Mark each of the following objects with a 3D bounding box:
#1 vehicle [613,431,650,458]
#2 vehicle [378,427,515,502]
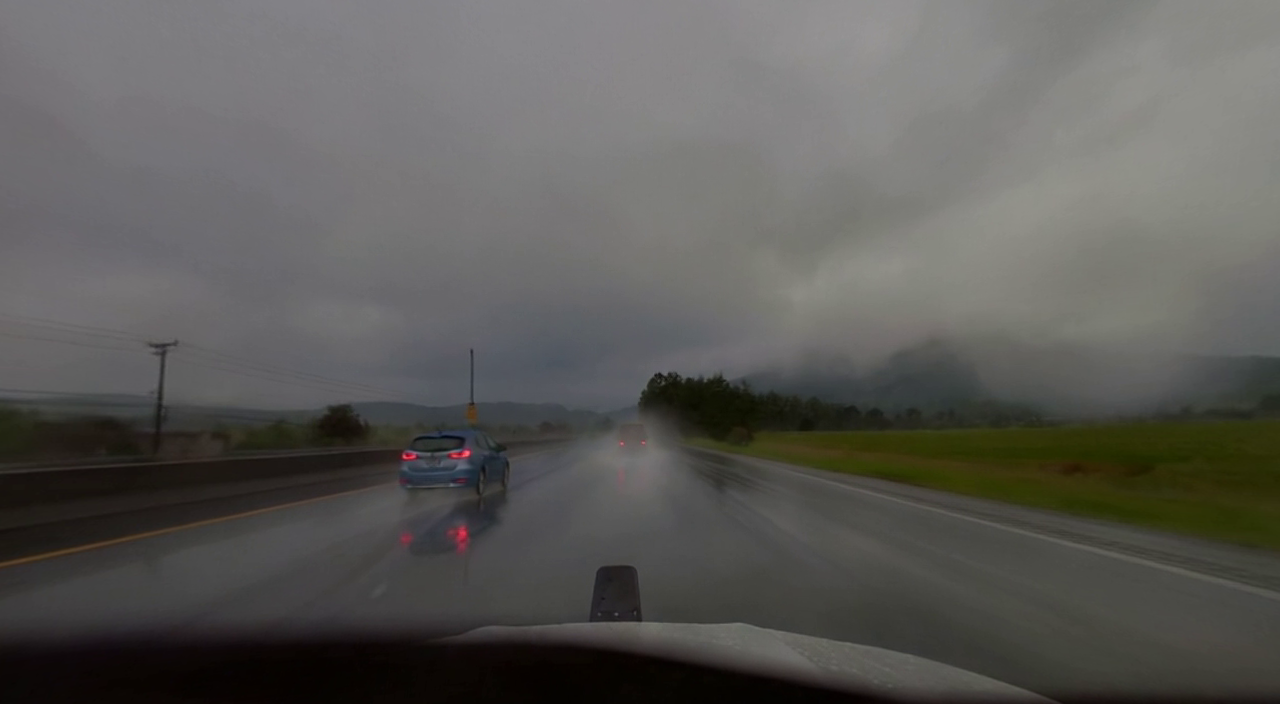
[{"bbox_3d":[-0.545,5.806,39.622,2.162,1.616,4.242,0,-8,-1],"label":"vehicle"},{"bbox_3d":[-4.310,2.551,14.784,1.931,1.483,4.105,0,-8,0],"label":"vehicle"}]
